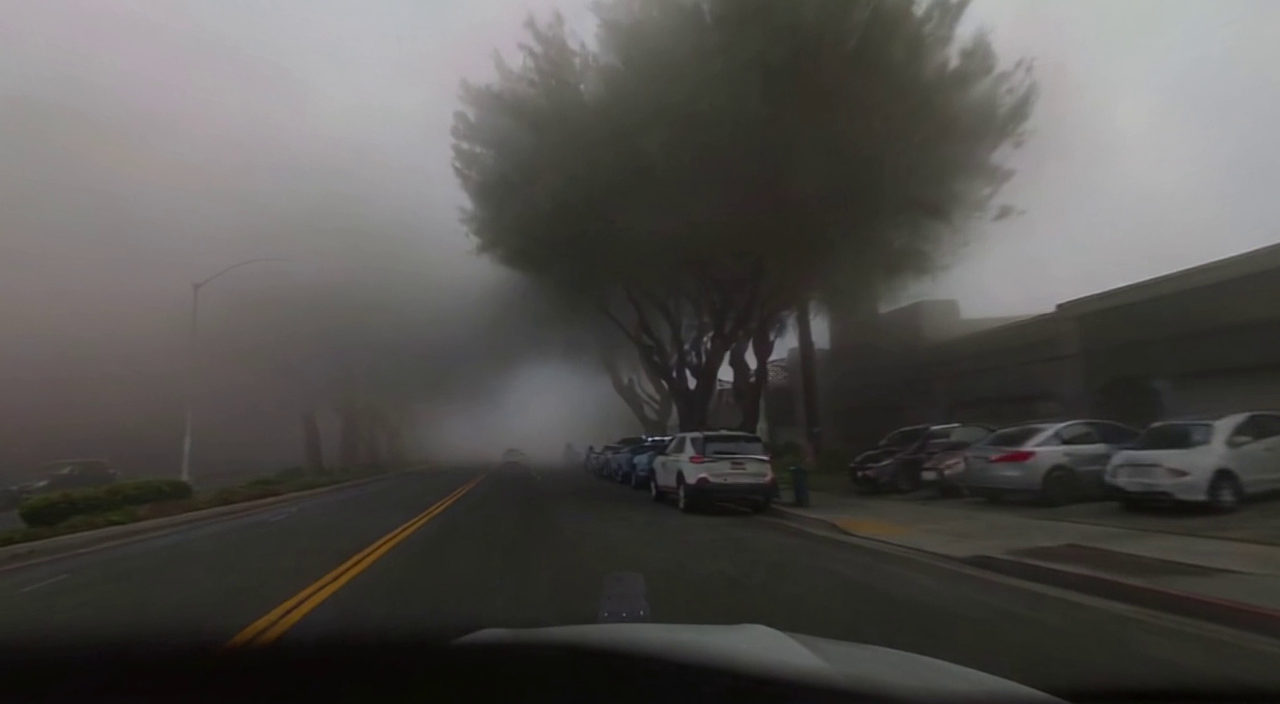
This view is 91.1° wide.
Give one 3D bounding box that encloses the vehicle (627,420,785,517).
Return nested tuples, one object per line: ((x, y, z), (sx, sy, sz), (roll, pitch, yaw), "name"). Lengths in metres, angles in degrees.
((1.334, 2.829, 15.937), (2.292, 1.974, 5.853), (1, -9, -12), "vehicle")

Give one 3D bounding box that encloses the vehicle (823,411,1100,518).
((6.912, 2.425, 14.682), (2.282, 1.893, 6.027), (0, -7, -13), "vehicle")
